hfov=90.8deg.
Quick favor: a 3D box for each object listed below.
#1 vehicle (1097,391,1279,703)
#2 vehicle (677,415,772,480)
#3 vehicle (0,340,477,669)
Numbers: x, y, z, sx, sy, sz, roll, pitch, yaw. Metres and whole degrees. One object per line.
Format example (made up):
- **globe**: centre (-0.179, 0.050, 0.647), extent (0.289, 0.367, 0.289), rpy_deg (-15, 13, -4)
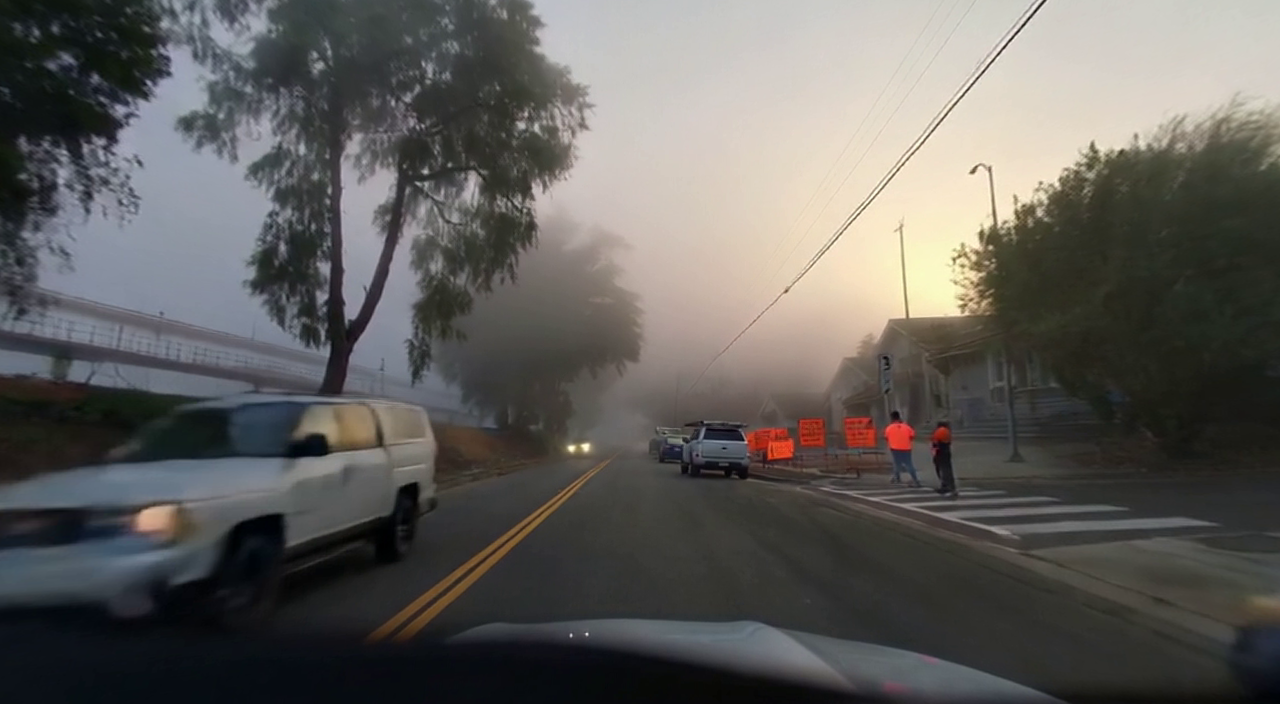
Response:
- **vehicle**: centre (3.134, 0.632, 0.415), extent (2.006, 1.482, 4.722), rpy_deg (0, -8, -2)
- **vehicle**: centre (2.935, 3.588, 23.845), extent (2.759, 2.114, 6.152), rpy_deg (0, -8, 0)
- **vehicle**: centre (-3.570, 1.289, 6.591), extent (2.358, 1.921, 5.675), rpy_deg (0, -8, -2)
